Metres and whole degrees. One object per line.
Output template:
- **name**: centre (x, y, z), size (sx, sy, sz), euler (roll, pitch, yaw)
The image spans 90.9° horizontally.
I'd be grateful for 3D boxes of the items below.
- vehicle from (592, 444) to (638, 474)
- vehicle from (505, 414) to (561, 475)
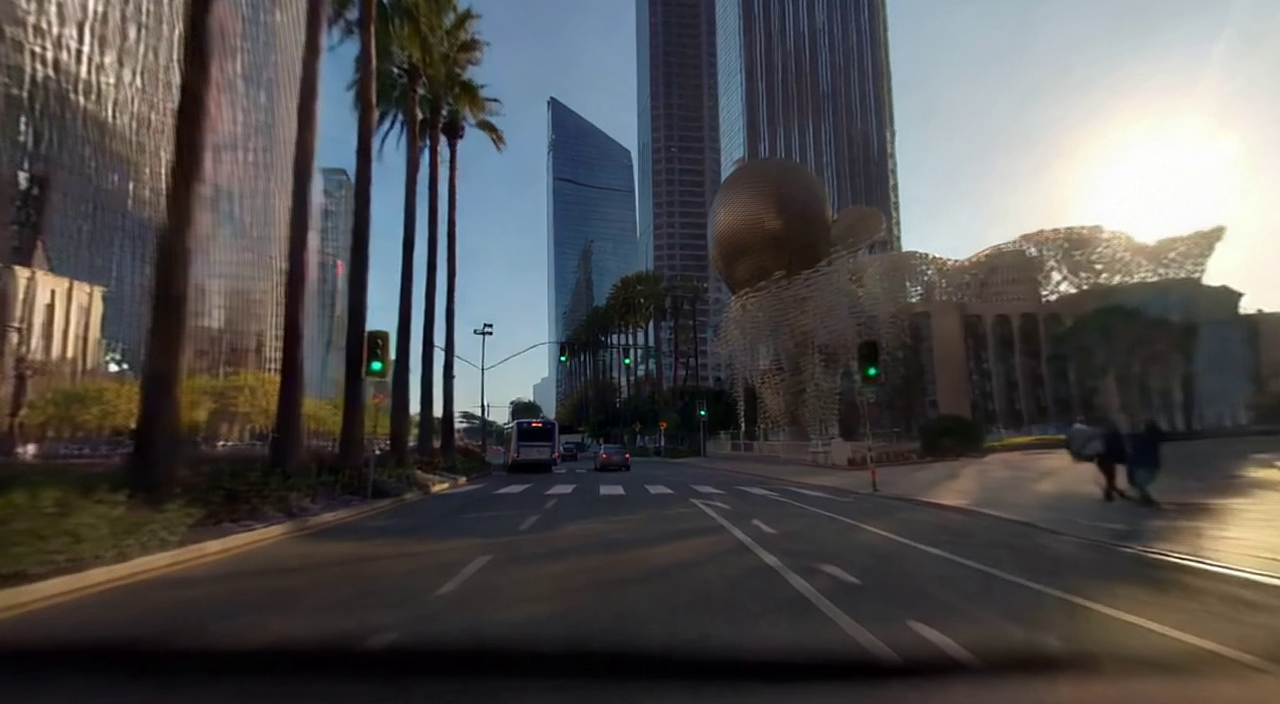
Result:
- **vehicle**: centre (-1.439, 5.737, 34.092), size (2.107, 1.481, 4.097), euler (1, -8, -8)
- **vehicle**: centre (-5.838, 5.229, 35.673), size (2.678, 3.042, 8.474), euler (1, -9, -7)
